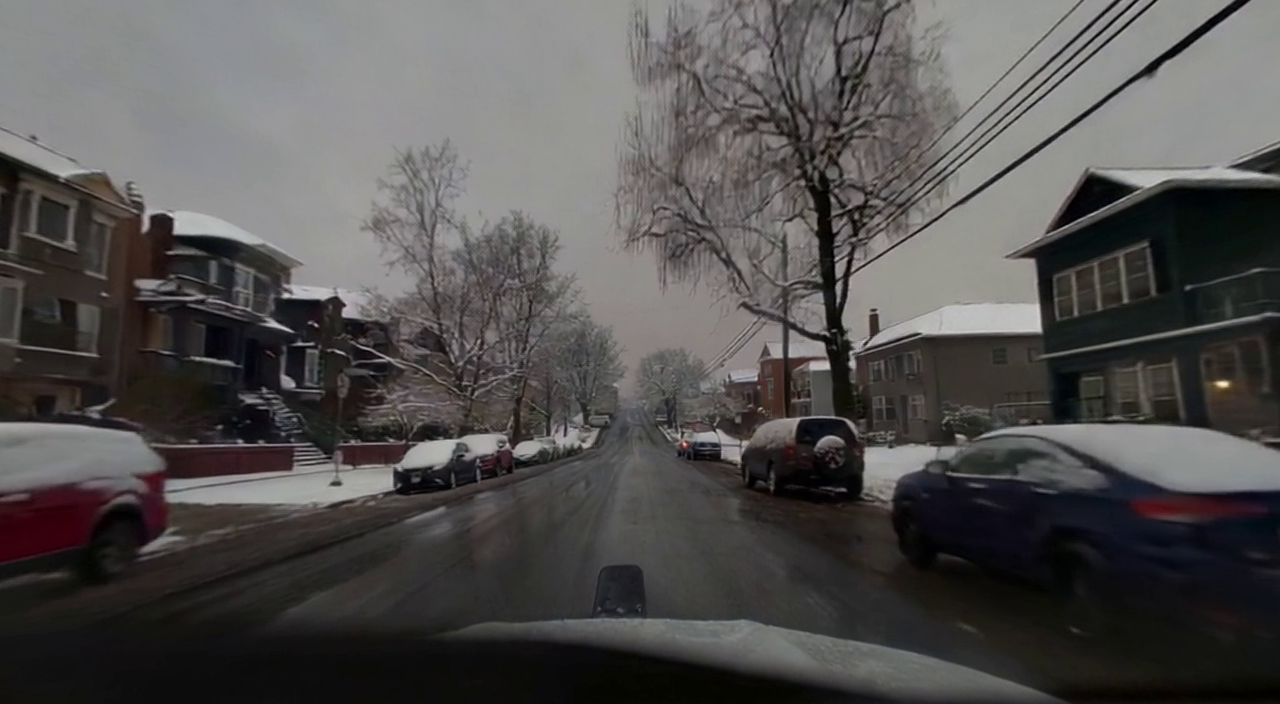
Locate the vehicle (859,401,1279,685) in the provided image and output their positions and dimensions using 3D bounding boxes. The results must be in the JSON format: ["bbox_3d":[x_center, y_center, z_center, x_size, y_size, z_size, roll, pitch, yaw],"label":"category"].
[{"bbox_3d":[3.721,1.333,5.630,1.968,1.505,4.368,0,-8,0],"label":"vehicle"}]

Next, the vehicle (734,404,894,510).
[{"bbox_3d":[3.630,2.311,14.283,2.158,1.977,4.750,0,-8,-1],"label":"vehicle"}]

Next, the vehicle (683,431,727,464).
[{"bbox_3d":[3.695,5.516,36.622,1.952,1.738,4.518,0,-8,-2],"label":"vehicle"}]

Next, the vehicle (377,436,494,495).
[{"bbox_3d":[-5.786,3.243,18.535,1.998,1.485,4.476,0,-8,-1],"label":"vehicle"}]

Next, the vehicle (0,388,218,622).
[{"bbox_3d":[-5.942,1.277,5.061,2.106,1.760,4.573,-4,-9,-2],"label":"vehicle"}]
